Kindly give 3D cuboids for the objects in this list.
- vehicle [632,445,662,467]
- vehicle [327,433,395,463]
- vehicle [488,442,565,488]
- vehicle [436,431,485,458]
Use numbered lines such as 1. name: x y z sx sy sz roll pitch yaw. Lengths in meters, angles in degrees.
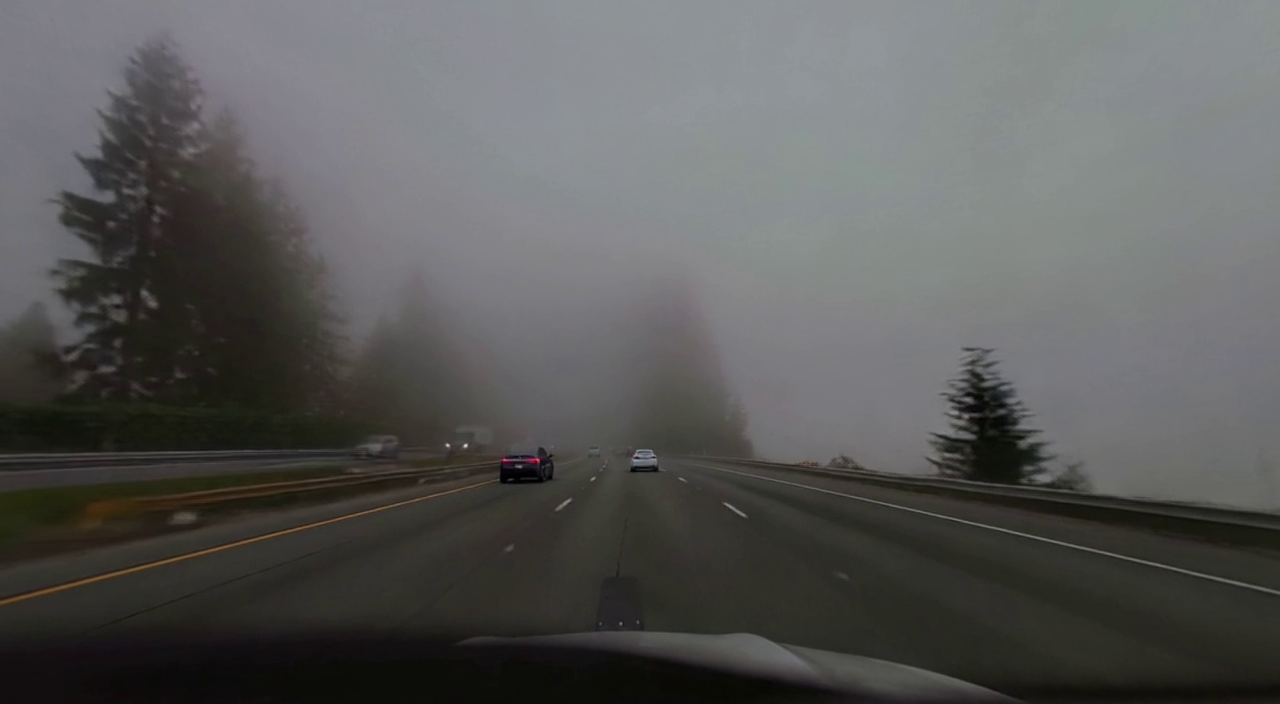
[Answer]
1. vehicle: 0.449 7.421 45.204 2.008 1.499 3.192 0 -9 -2
2. vehicle: -14.379 4.991 32.767 1.874 1.451 3.737 0 -9 -1
3. vehicle: -4.058 4.113 23.347 2.054 1.500 4.469 0 -9 0
4. vehicle: -13.377 6.944 47.265 2.240 1.873 4.906 0 -9 -1
